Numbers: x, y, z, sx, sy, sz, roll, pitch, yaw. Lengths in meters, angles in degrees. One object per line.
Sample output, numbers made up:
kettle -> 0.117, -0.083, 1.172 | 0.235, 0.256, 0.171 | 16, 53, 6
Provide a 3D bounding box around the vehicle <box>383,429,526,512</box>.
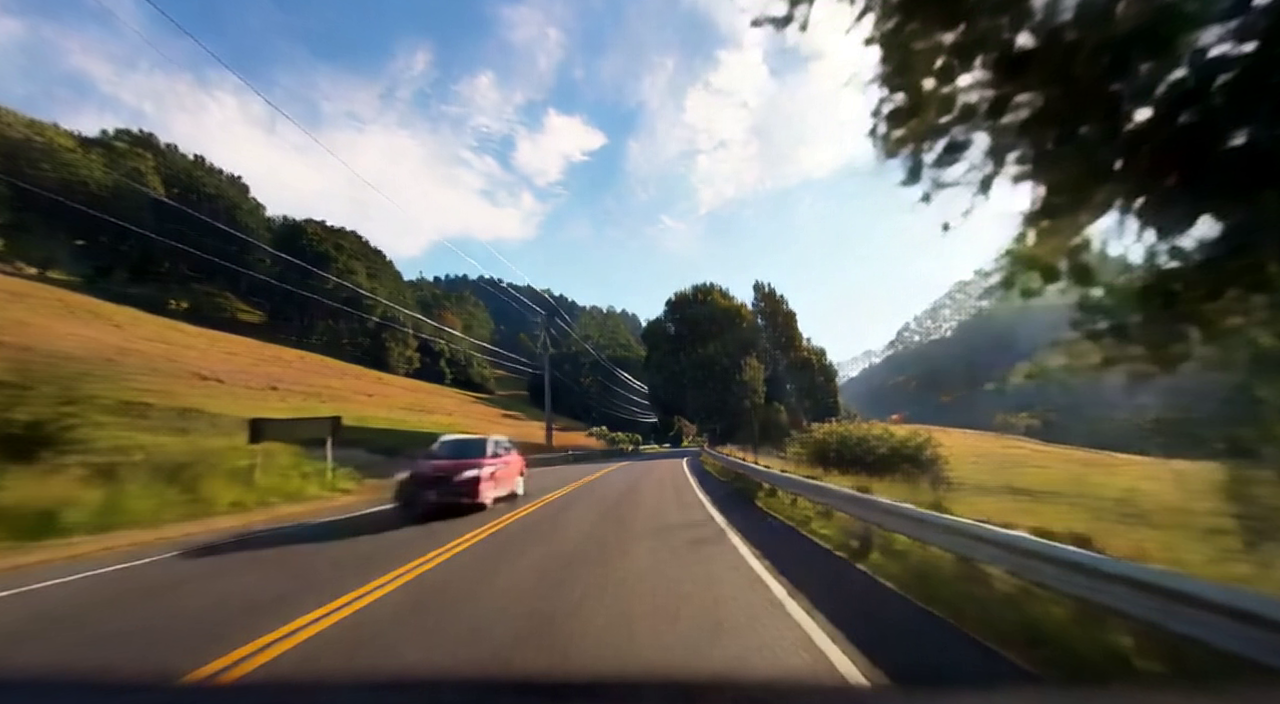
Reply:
vehicle -> -4.188, 2.740, 15.078 | 2.103, 1.679, 4.081 | 0, -9, 1
